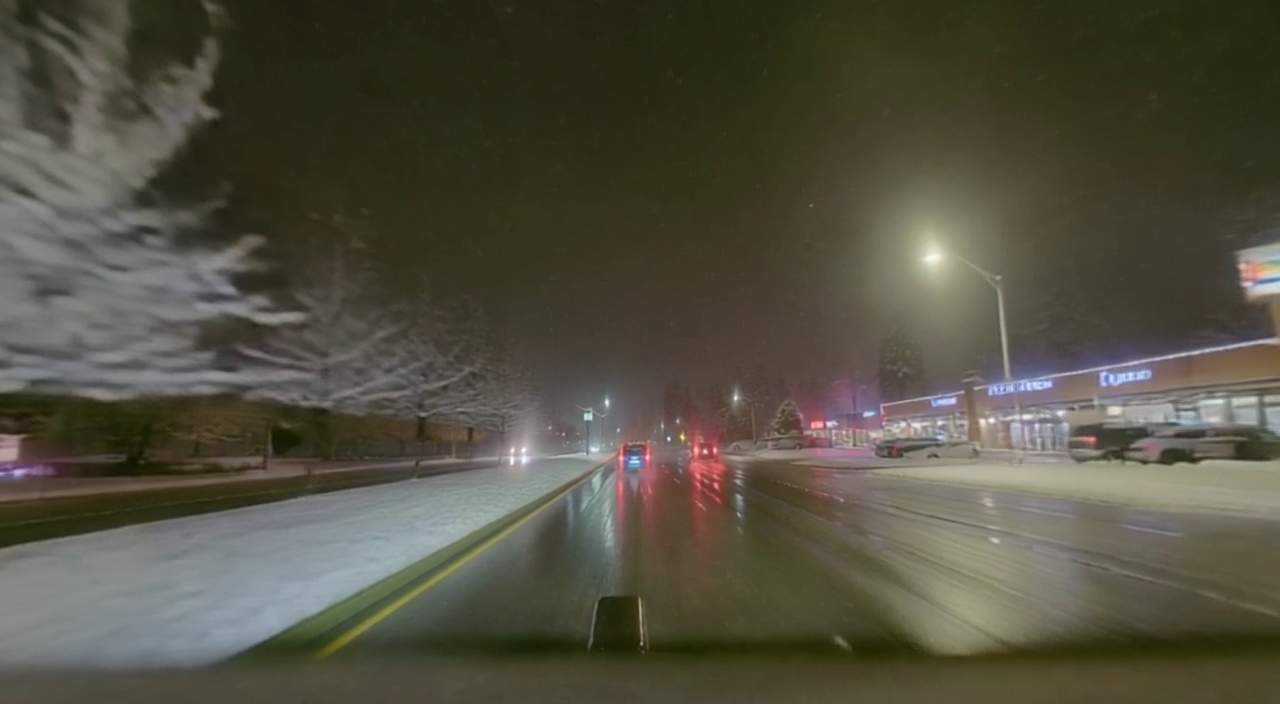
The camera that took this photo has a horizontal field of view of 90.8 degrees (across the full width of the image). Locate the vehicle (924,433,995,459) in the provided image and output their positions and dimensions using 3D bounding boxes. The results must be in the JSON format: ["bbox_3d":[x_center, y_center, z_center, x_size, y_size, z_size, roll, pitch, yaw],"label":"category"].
[{"bbox_3d":[21.150,6.287,42.093,2.136,1.603,4.534,0,-9,-4],"label":"vehicle"}]

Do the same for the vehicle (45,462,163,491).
[{"bbox_3d":[-30.659,7.118,36.230,4.820,1.477,2.105,0,-9,-1],"label":"vehicle"}]

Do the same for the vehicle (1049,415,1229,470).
[{"bbox_3d":[20.659,3.829,26.727,2.356,2.005,6.308,0,-8,-1],"label":"vehicle"}]

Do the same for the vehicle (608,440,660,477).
[{"bbox_3d":[-0.253,4.611,27.600,2.126,1.475,3.967,0,-9,0],"label":"vehicle"}]

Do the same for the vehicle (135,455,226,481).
[{"bbox_3d":[-30.384,7.689,41.882,4.486,1.610,2.020,-1,-9,3],"label":"vehicle"}]

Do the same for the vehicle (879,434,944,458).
[{"bbox_3d":[21.267,7.409,49.753,2.015,1.821,4.696,2,-9,-17],"label":"vehicle"}]
